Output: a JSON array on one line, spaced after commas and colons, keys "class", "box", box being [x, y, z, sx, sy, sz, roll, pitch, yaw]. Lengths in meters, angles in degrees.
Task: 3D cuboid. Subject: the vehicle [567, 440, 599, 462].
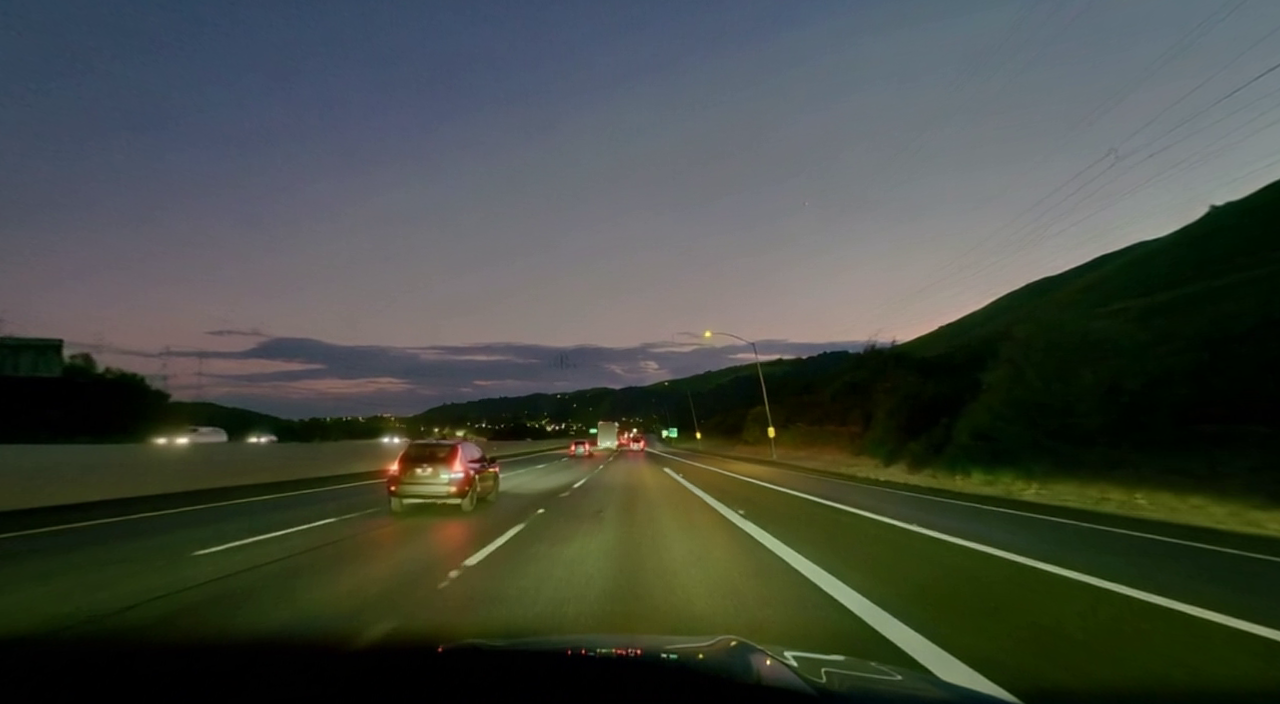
[{"class": "vehicle", "box": [-4.098, 7.201, 46.137, 2.038, 1.533, 4.103, 0, -9, -1]}]

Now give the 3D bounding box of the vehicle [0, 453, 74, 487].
[{"class": "vehicle", "box": [-29.753, 5.566, 30.049, 1.916, 1.471, 3.905, 0, -9, 1]}]

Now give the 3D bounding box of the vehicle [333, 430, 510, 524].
[{"class": "vehicle", "box": [-4.083, 2.409, 12.727, 1.963, 1.533, 4.477, 0, -9, 0]}]
